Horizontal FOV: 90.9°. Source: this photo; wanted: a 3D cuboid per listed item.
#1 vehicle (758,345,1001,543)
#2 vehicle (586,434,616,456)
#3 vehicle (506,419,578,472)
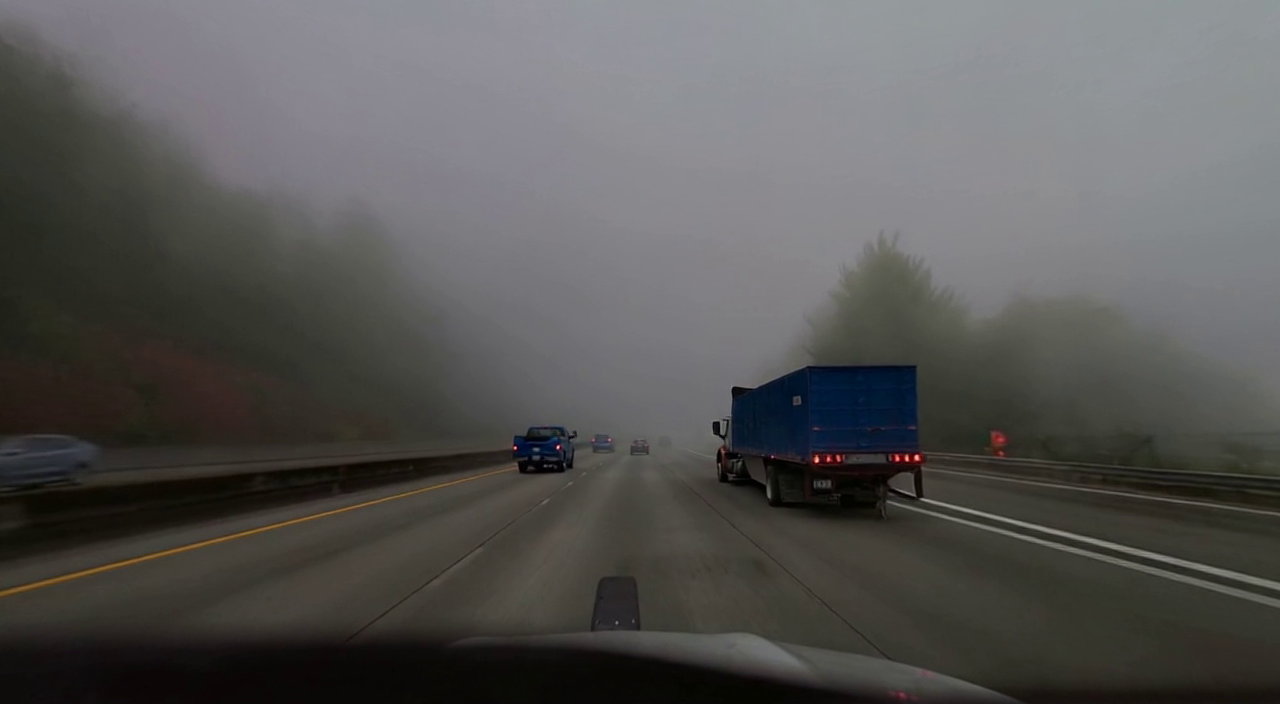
[{"bbox_3d":[3.500,1.454,10.298,2.256,2.568,4.049,0,-8,-1],"label":"vehicle"},{"bbox_3d":[-2.944,7.127,48.267,2.008,1.588,4.147,0,-8,1],"label":"vehicle"},{"bbox_3d":[-3.889,3.819,25.975,2.204,1.991,4.720,0,-8,0],"label":"vehicle"}]
